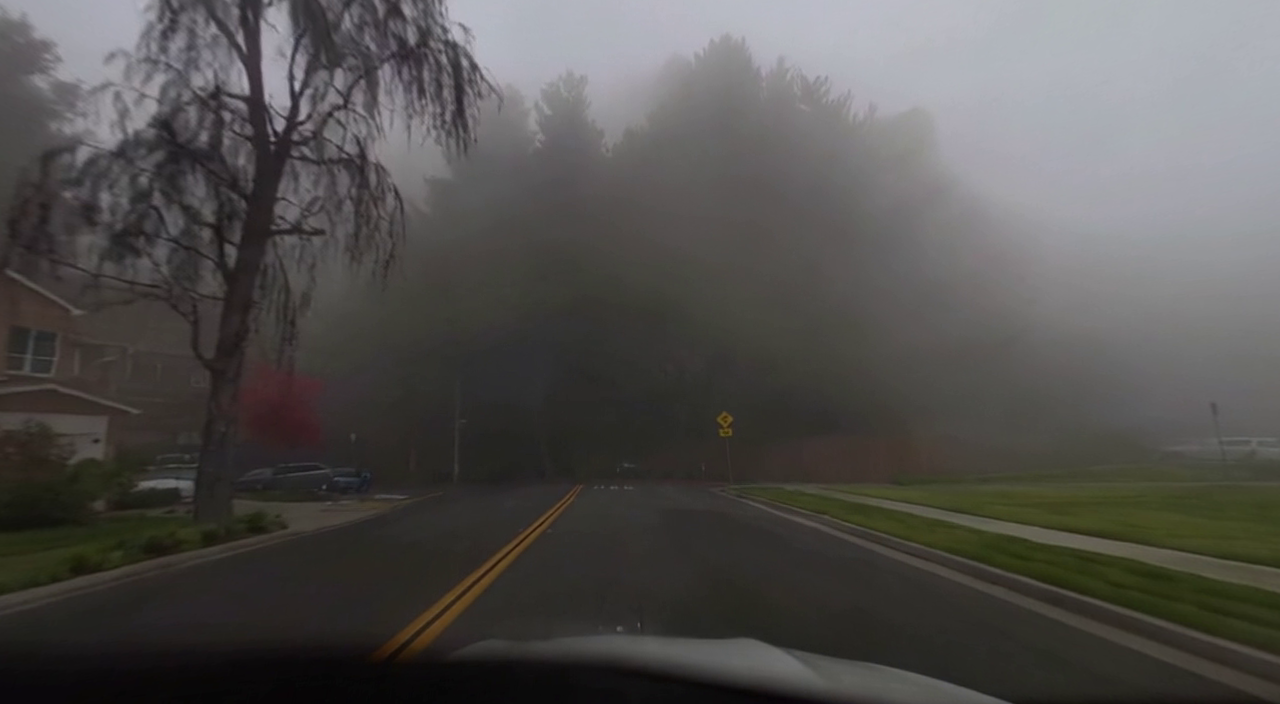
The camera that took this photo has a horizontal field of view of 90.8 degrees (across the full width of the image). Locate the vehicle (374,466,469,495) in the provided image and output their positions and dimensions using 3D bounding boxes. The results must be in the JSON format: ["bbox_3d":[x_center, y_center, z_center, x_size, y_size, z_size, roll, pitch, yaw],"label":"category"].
[{"bbox_3d":[-12.513,7.368,36.302,4.676,1.484,2.068,-1,-9,12],"label":"vehicle"}]

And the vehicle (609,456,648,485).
[{"bbox_3d":[-0.701,6.644,35.540,2.022,1.481,4.050,1,-9,-3],"label":"vehicle"}]

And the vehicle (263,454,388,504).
[{"bbox_3d":[-17.153,6.890,34.628,5.586,2.532,2.444,-1,-9,8],"label":"vehicle"}]

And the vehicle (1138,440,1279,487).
[{"bbox_3d":[23.586,4.551,26.000,4.330,1.767,1.946,-1,-9,15],"label":"vehicle"}]

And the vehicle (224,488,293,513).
[{"bbox_3d":[-25.837,10.081,42.859,3.733,1.480,1.672,-2,-9,10],"label":"vehicle"}]
